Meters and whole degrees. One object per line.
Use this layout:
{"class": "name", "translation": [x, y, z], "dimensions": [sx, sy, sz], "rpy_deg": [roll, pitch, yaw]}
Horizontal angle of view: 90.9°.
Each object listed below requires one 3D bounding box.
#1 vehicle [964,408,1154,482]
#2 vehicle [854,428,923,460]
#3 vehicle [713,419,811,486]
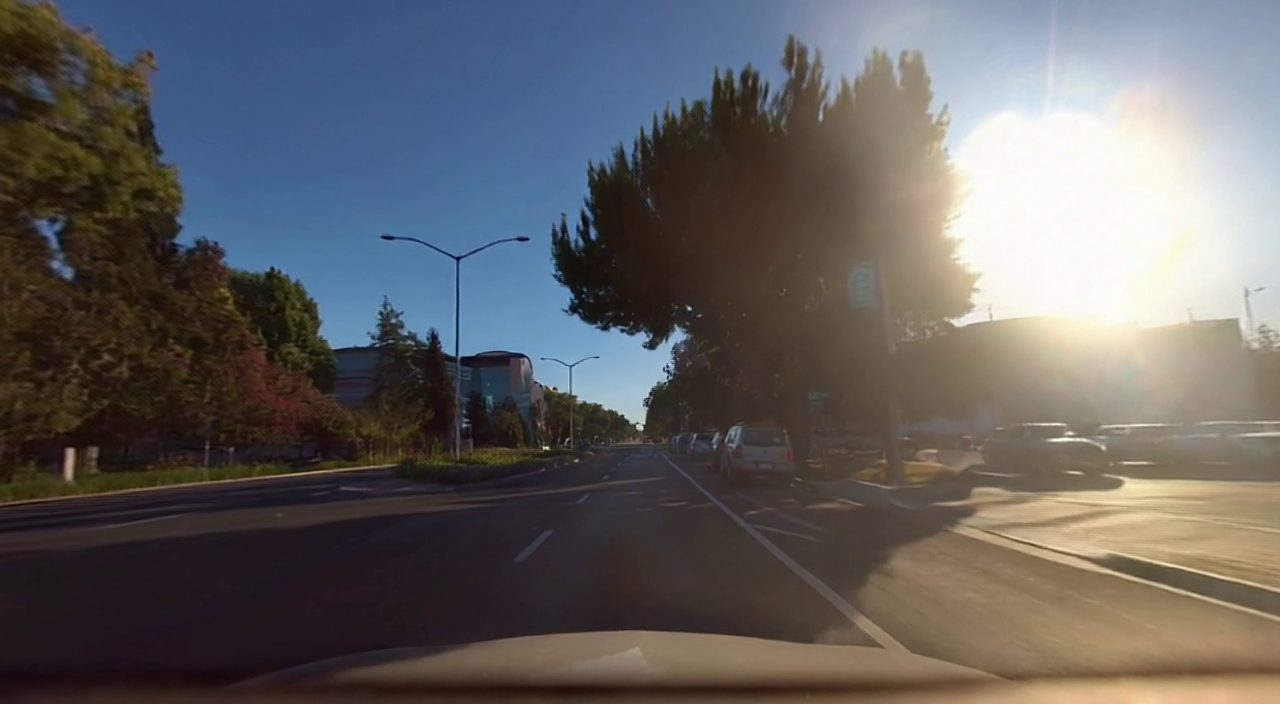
{"class": "vehicle", "translation": [11.473, 2.595, 17.789], "dimensions": [2.220, 1.798, 4.427], "rpy_deg": [0, -8, -1]}
{"class": "vehicle", "translation": [14.474, 5.404, 37.096], "dimensions": [2.227, 1.720, 4.959], "rpy_deg": [0, -8, 3]}
{"class": "vehicle", "translation": [3.641, 3.090, 19.697], "dimensions": [2.144, 1.848, 4.159], "rpy_deg": [0, -8, -1]}
